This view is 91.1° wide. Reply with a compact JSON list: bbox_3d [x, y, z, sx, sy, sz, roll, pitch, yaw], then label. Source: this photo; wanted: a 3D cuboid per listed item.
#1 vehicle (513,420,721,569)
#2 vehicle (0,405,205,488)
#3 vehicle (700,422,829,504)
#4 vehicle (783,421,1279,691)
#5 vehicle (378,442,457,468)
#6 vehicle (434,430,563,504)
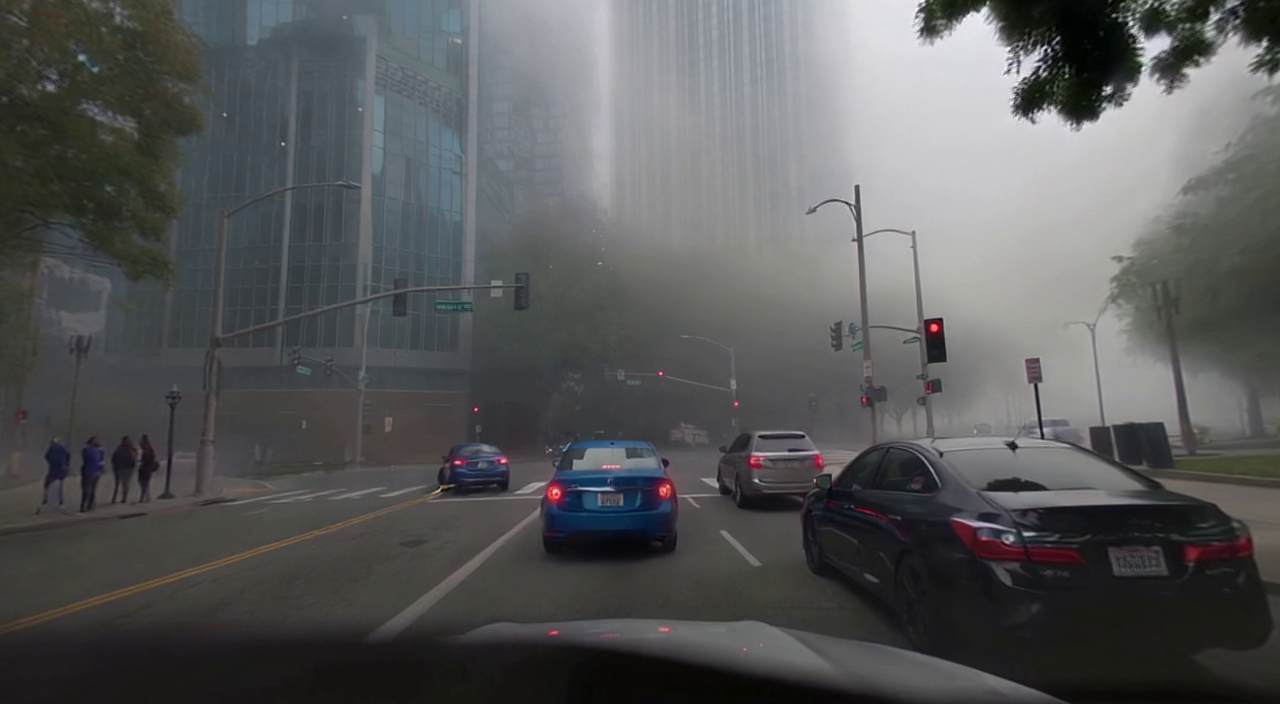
[{"bbox_3d":[-0.278,1.722,8.374,2.072,1.476,4.078,0,-8,-1],"label":"vehicle"},{"bbox_3d":[-25.792,4.349,28.985,8.989,3.623,2.884,0,-8,-1],"label":"vehicle"},{"bbox_3d":[2.879,2.698,15.688,2.234,1.723,4.486,0,-8,-1],"label":"vehicle"},{"bbox_3d":[2.762,1.430,5.601,1.952,1.464,4.165,0,-8,-1],"label":"vehicle"},{"bbox_3d":[-13.021,5.997,36.645,4.531,1.427,1.957,-6,-10,34],"label":"vehicle"},{"bbox_3d":[-3.222,2.716,15.290,2.068,1.513,4.221,0,-8,1],"label":"vehicle"}]
